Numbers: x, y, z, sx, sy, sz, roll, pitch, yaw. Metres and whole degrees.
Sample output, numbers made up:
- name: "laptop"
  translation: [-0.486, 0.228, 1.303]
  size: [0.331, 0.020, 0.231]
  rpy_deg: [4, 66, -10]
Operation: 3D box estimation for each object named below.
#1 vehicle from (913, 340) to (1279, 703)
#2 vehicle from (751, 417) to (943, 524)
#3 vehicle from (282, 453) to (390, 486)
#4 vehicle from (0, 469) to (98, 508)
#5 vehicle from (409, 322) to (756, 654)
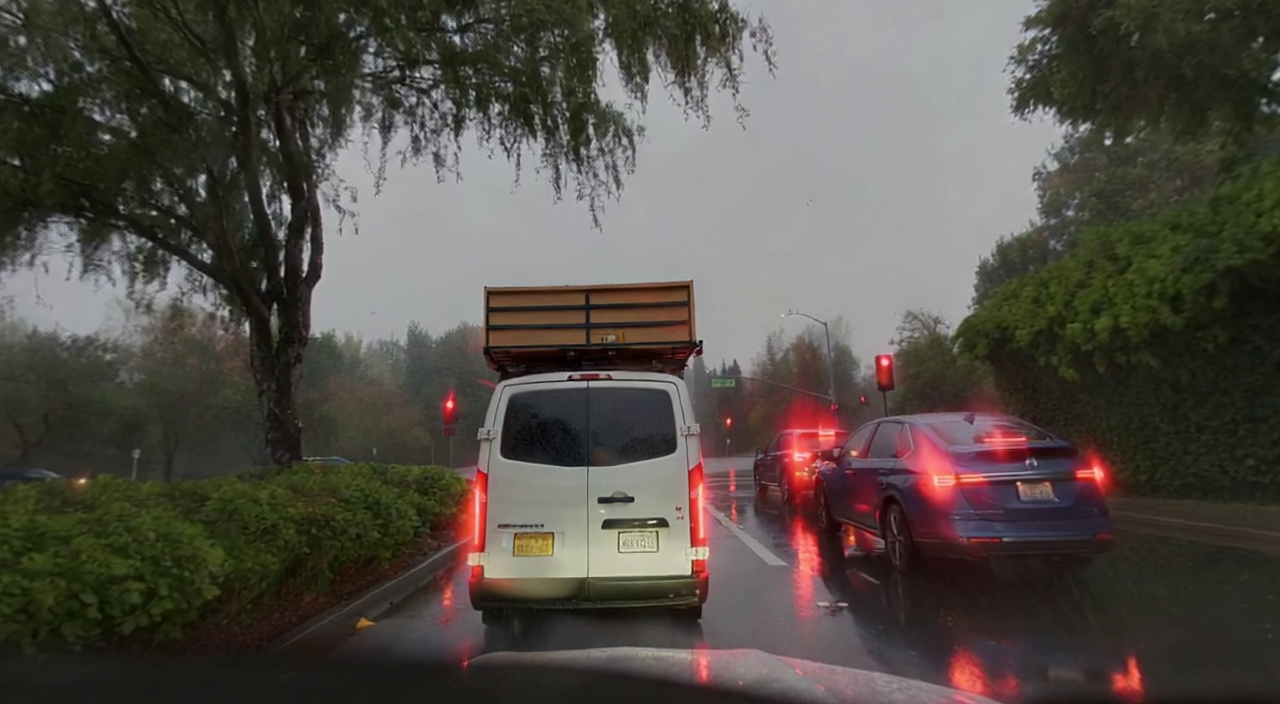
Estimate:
- name: "vehicle"
  translation: [3.467, 0.932, 3.399]
  size: [1.965, 1.671, 4.146]
  rpy_deg: [0, -9, -3]
- name: "vehicle"
  translation: [3.701, 2.217, 12.288]
  size: [2.024, 1.692, 4.252]
  rpy_deg: [1, -9, -4]
- name: "vehicle"
  translation: [-15.177, 5.863, 31.798]
  size: [4.708, 1.474, 1.871]
  rpy_deg: [4, -9, -23]
- name: "vehicle"
  translation: [-27.733, 6.140, 28.572]
  size: [4.501, 1.613, 1.852]
  rpy_deg: [1, -9, -4]
- name: "vehicle"
  translation: [-0.358, 1.153, 6.184]
  size: [2.145, 2.089, 4.309]
  rpy_deg: [0, -9, 0]
